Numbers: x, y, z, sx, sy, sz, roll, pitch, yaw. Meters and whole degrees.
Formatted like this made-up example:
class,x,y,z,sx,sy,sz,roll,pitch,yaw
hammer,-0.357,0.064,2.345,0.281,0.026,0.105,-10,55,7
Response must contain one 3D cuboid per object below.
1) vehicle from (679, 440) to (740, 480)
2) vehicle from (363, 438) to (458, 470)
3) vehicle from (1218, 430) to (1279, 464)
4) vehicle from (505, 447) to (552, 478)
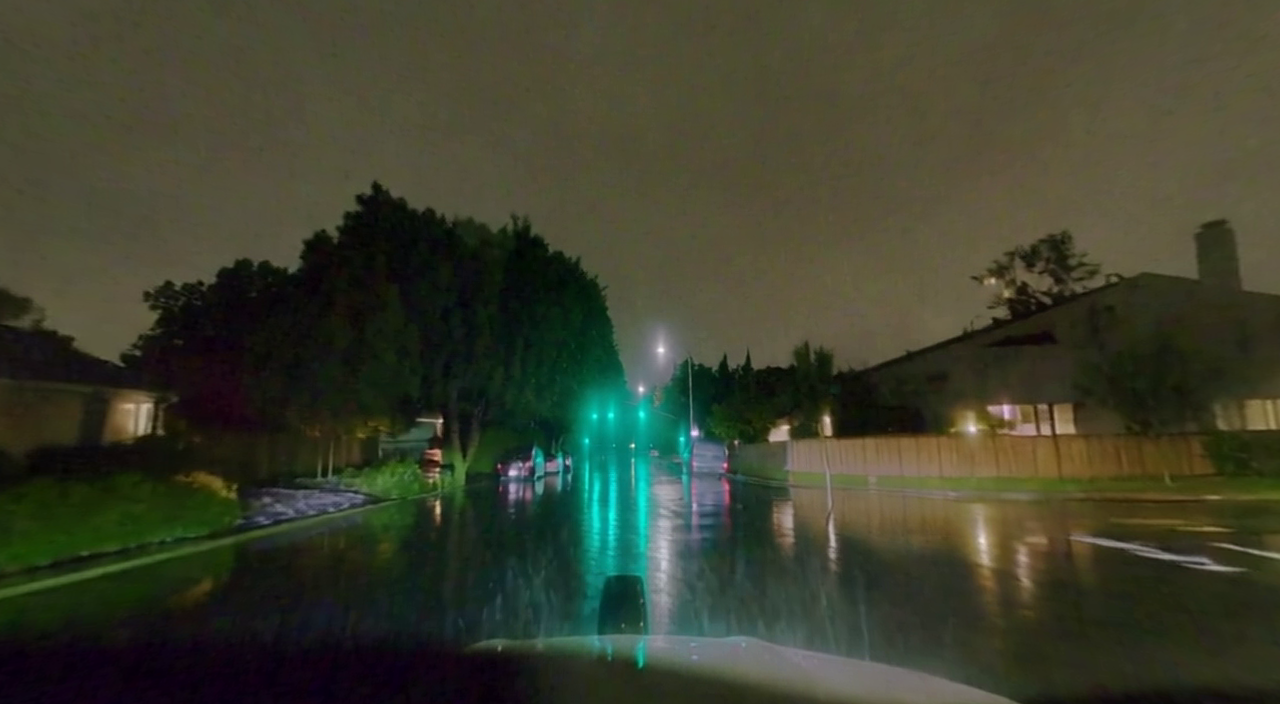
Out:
class,x,y,z,sx,sy,sz,roll,pitch,yaw
vehicle,3.178,5.032,29.527,2.140,1.749,4.369,1,-9,-3
vehicle,-13.781,6.185,38.042,5.019,1.867,2.006,1,-9,-8
vehicle,30.005,4.452,29.469,1.700,1.556,3.732,3,-9,-18
vehicle,-5.948,5.925,34.023,1.947,1.557,3.900,0,-8,-2
